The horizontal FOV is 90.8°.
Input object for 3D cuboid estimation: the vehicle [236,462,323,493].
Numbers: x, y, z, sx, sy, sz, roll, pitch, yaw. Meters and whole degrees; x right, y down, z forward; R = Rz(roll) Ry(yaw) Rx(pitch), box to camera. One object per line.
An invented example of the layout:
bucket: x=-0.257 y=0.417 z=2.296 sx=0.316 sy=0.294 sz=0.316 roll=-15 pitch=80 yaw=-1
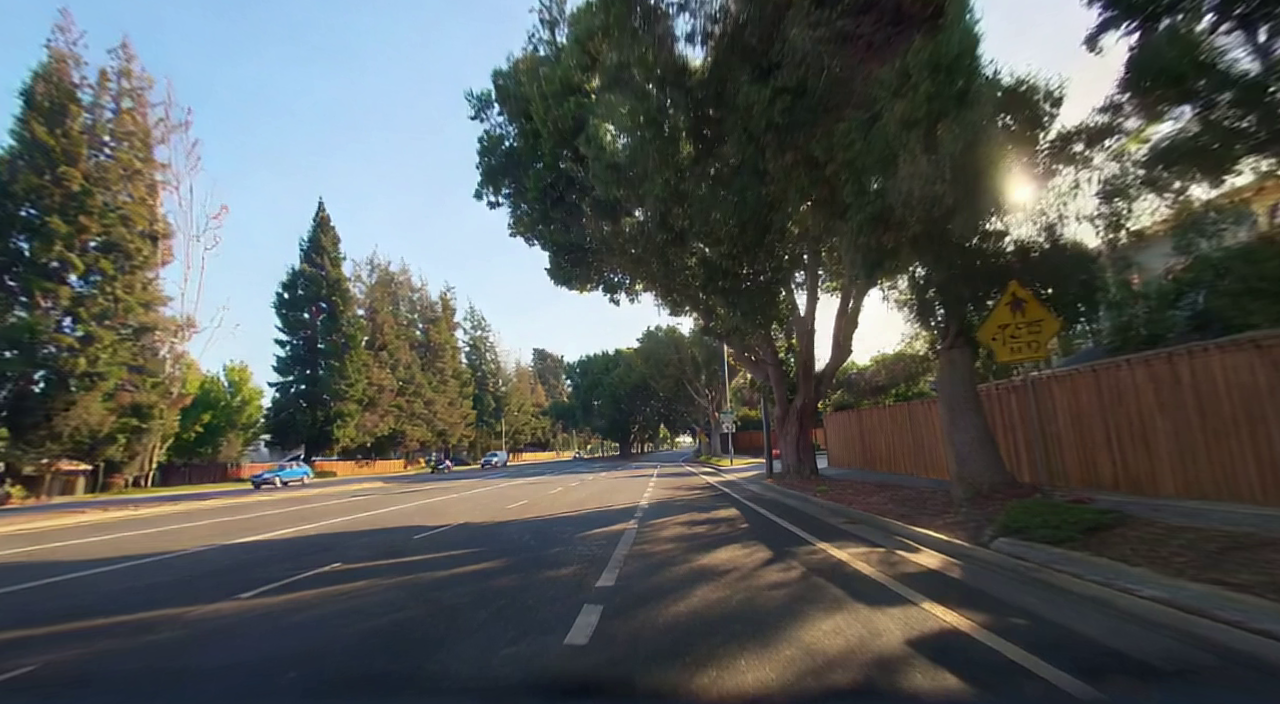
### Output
vehicle: x=-19.950 y=6.922 z=35.169 sx=1.806 sy=1.438 sz=4.461 roll=-1 pitch=-8 yaw=7
